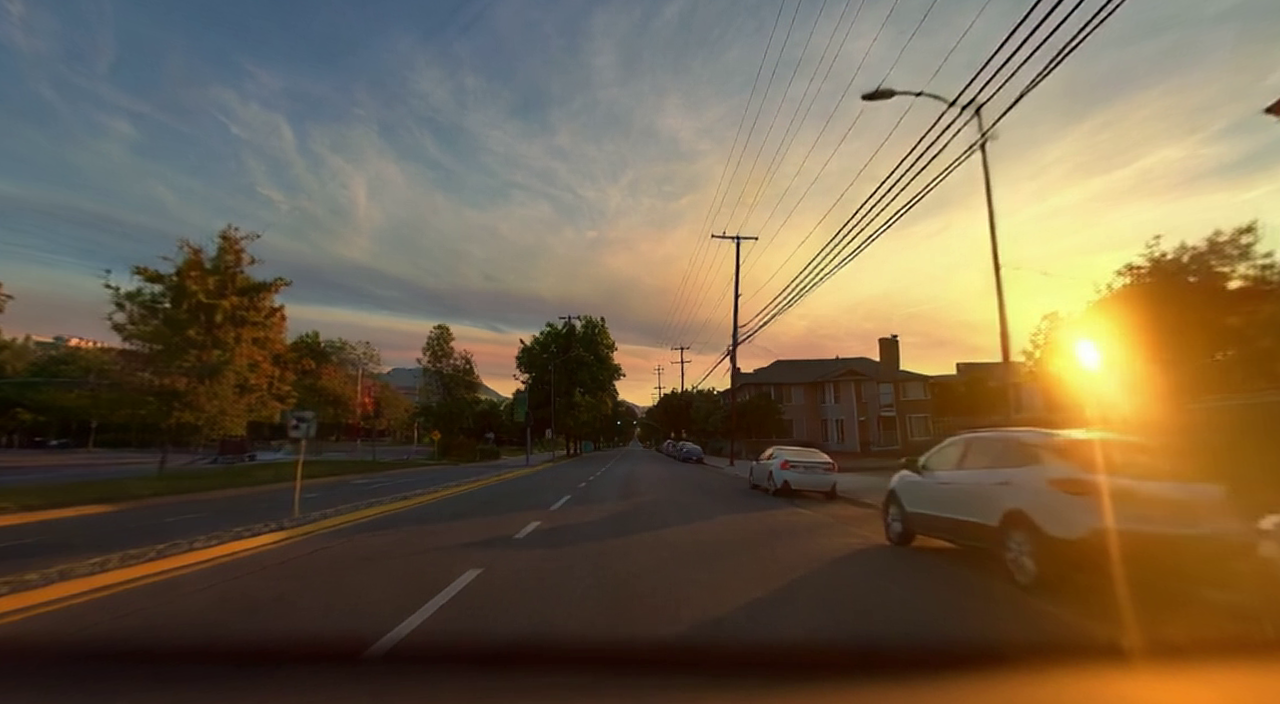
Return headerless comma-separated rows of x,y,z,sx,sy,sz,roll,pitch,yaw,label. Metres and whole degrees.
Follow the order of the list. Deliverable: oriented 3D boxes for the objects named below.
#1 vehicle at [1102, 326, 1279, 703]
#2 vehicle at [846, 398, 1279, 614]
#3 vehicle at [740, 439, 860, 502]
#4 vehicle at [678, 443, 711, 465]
4.088,0.589,1.467,2.062,1.880,5.178,0,-9,0,vehicle
4.057,1.500,7.073,1.898,1.625,4.414,0,-9,-1,vehicle
4.041,3.072,16.855,1.994,1.422,4.595,0,-9,0,vehicle
3.789,7.194,44.830,1.785,1.441,4.458,0,-9,-2,vehicle
